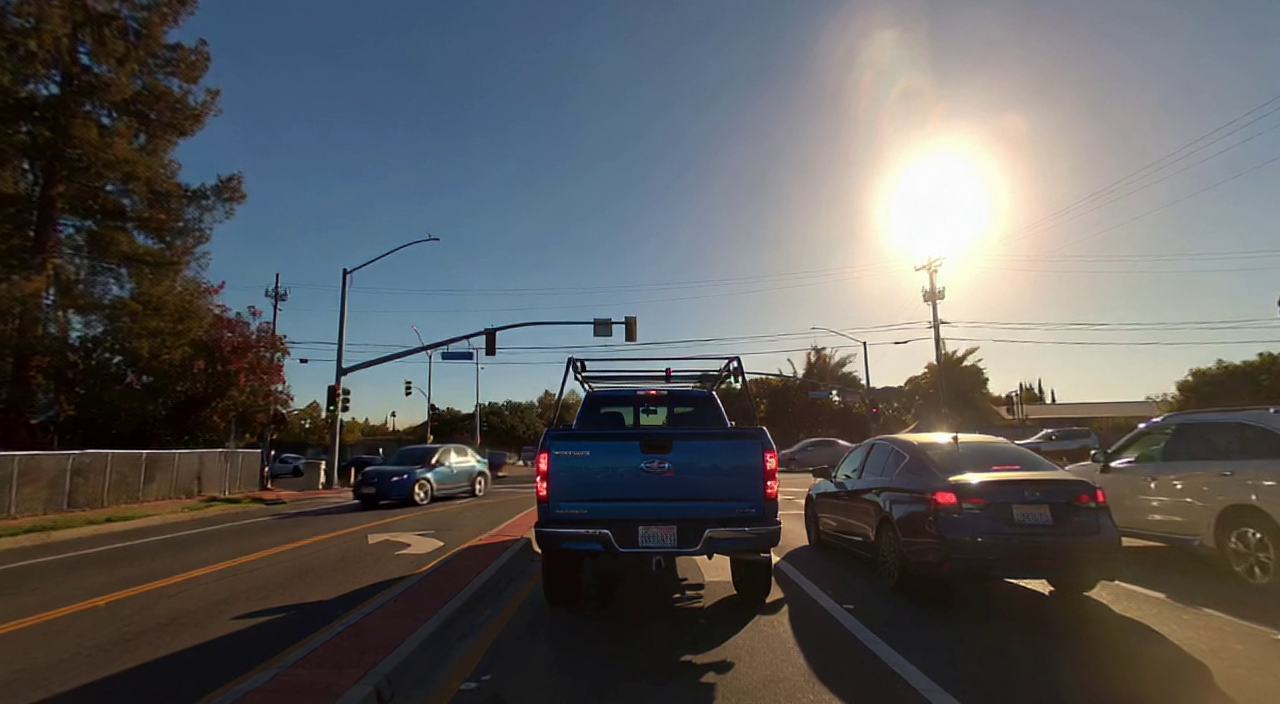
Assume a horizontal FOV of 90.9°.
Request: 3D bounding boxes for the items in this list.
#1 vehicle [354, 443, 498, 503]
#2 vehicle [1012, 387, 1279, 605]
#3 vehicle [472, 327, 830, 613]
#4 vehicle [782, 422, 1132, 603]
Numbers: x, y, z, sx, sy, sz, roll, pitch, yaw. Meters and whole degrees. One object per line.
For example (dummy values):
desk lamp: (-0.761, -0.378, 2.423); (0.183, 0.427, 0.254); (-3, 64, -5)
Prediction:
vehicle: (-6.815, 3.875, 20.765); (2.369, 1.690, 4.529); (-2, -9, 14)
vehicle: (6.149, 1.368, 6.475); (1.982, 1.727, 4.352); (0, -8, 1)
vehicle: (0.130, 1.373, 8.184); (2.831, 2.284, 6.149); (0, -8, 1)
vehicle: (3.112, 1.644, 7.361); (1.993, 1.495, 4.060); (0, -8, 1)
